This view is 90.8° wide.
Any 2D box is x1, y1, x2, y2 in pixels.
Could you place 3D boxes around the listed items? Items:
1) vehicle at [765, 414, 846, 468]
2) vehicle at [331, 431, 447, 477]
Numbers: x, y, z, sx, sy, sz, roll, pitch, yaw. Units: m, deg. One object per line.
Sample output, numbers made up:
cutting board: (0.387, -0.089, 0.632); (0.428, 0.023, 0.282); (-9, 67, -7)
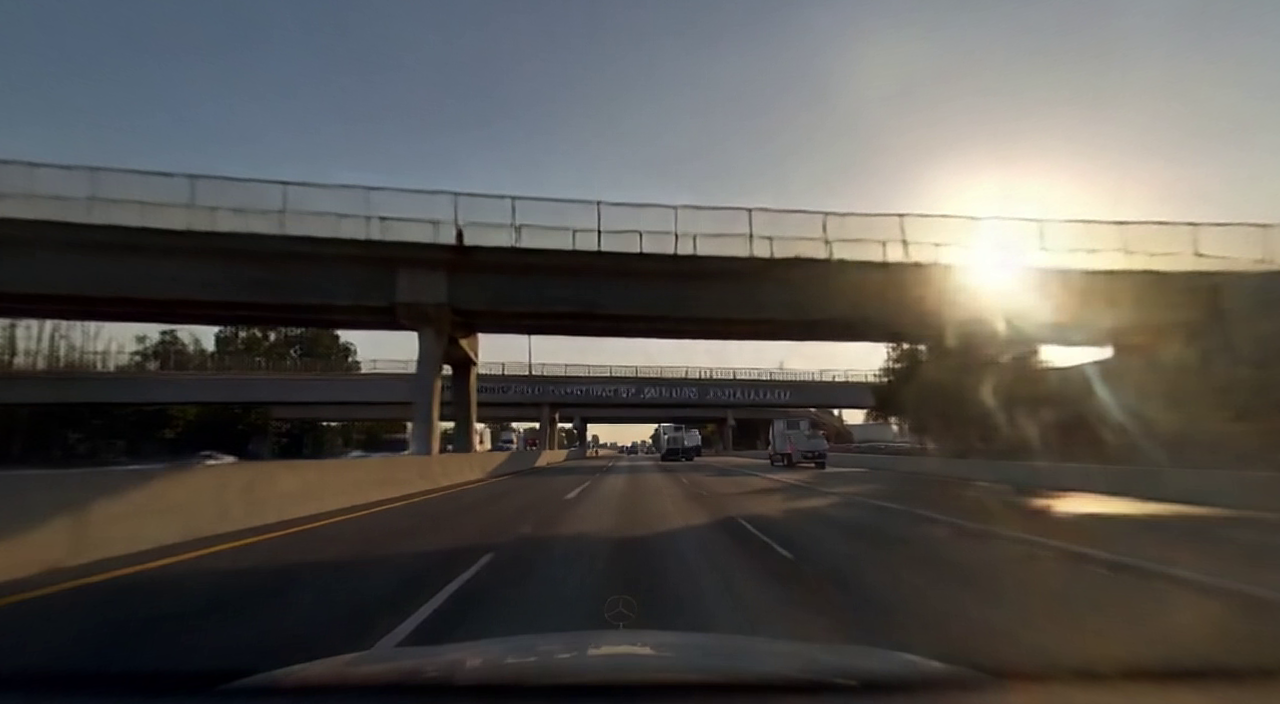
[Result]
vehicle: (11.175, 6.230, 43.894); (2.912, 3.293, 9.588); (0, -9, -1)
vehicle: (-10.100, 4.186, 26.094); (2.470, 1.699, 5.547); (0, -9, 1)
